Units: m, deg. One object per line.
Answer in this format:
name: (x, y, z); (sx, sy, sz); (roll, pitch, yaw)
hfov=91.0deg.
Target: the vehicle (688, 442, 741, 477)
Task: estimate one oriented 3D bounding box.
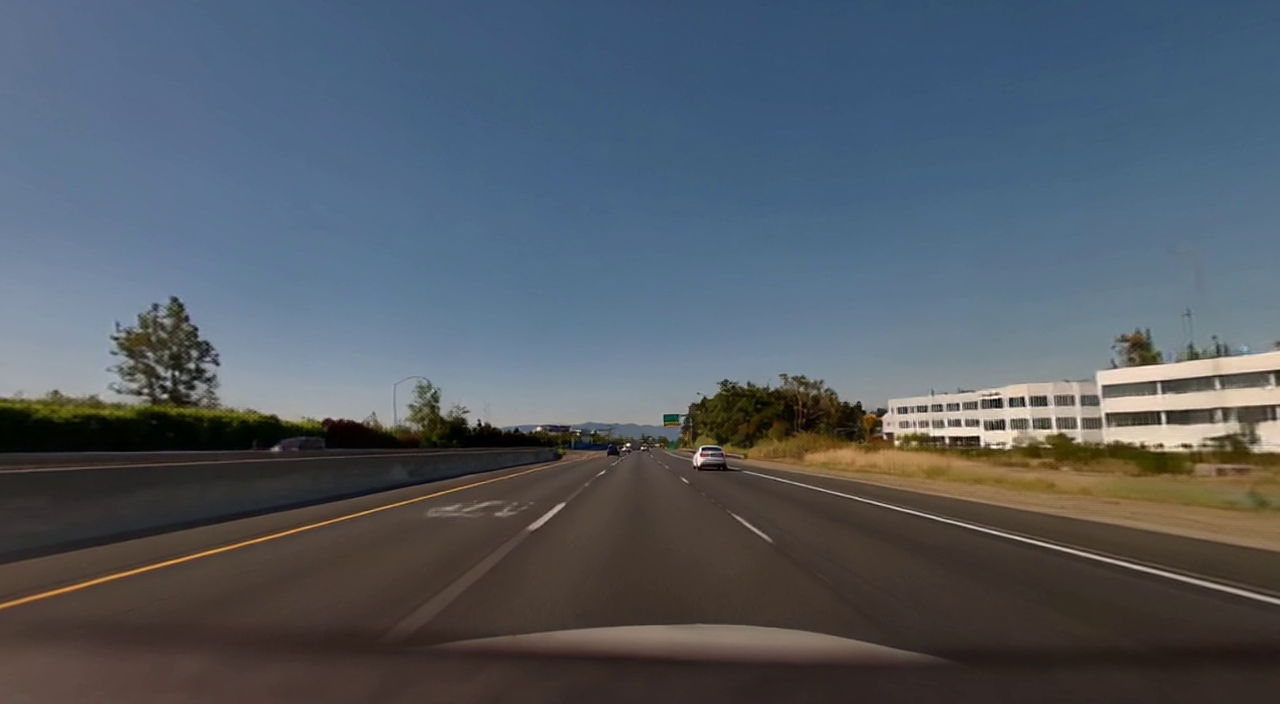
vehicle: (3.583, 5.267, 31.167); (2.085, 1.594, 4.848); (0, -9, 1)
